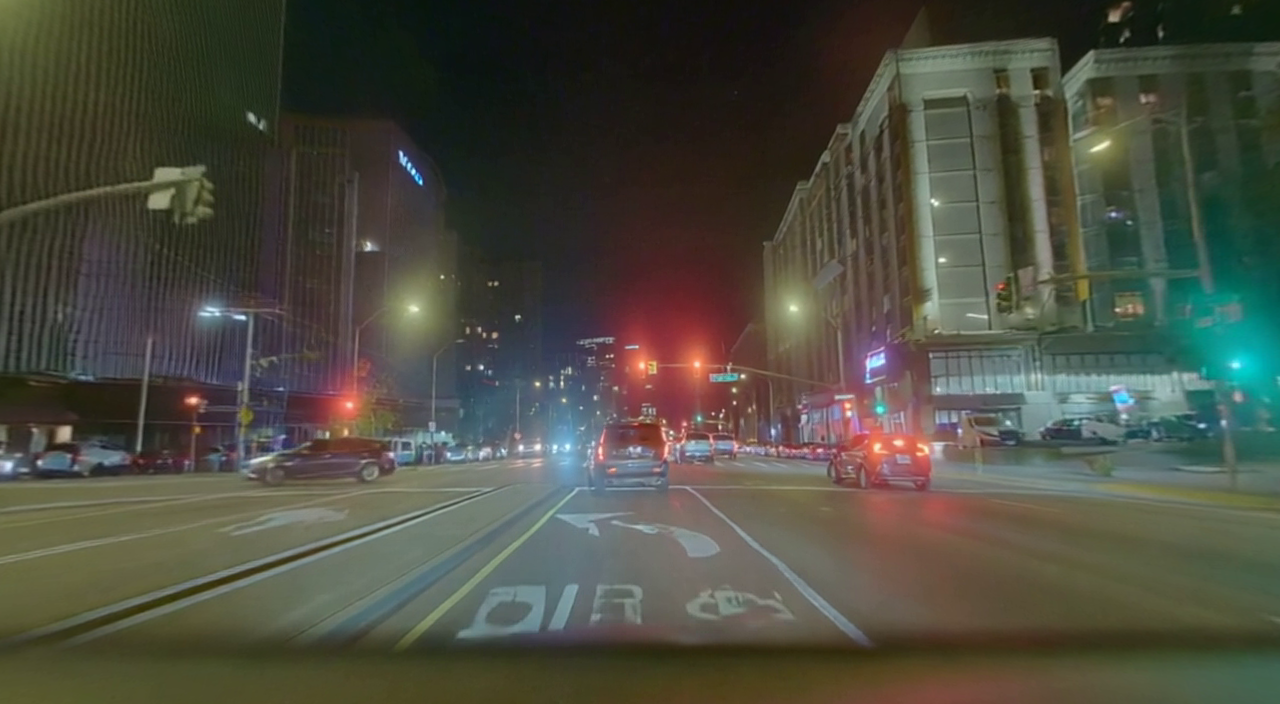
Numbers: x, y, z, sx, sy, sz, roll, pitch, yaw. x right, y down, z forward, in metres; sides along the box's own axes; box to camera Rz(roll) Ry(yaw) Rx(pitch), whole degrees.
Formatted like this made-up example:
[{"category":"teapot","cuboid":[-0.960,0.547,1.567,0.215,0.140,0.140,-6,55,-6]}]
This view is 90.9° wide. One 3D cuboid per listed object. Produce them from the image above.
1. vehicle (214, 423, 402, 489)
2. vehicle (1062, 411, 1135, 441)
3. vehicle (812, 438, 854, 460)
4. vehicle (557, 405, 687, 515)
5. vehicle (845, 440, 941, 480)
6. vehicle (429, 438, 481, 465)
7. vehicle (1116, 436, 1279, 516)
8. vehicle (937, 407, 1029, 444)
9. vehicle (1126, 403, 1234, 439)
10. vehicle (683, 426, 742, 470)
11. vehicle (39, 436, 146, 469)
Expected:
[{"category":"vehicle","cuboid":[-10.581,3.309,20.334,4.827,1.856,2.291,7,-11,-42]},{"category":"vehicle","cuboid":[24.506,3.942,33.824,1.422,1.496,3.318,1,-6,1]},{"category":"vehicle","cuboid":[14.351,7.239,47.137,1.746,1.446,4.475,-3,-8,0]},{"category":"vehicle","cuboid":[-0.356,2.292,13.779,2.242,1.812,4.993,-3,-8,-1]},{"category":"vehicle","cuboid":[9.858,4.223,24.998,1.863,1.426,4.494,0,-8,-1]},{"category":"vehicle","cuboid":[-12.523,6.746,43.000,1.993,1.708,5.219,0,-8,0]},{"category":"vehicle","cuboid":[13.753,2.784,14.650,1.734,1.527,4.531,-3,-8,-1]},{"category":"vehicle","cuboid":[18.640,4.120,34.605,2.123,1.884,5.170,0,-8,1]},{"category":"vehicle","cuboid":[29.389,3.711,34.523,1.913,1.651,4.727,3,-3,2]},{"category":"vehicle","cuboid":[3.412,4.664,30.720,2.115,1.932,5.189,0,-8,-1]},{"category":"vehicle","cuboid":[-31.709,5.917,36.815,2.060,1.732,5.462,1,-11,-9]}]
